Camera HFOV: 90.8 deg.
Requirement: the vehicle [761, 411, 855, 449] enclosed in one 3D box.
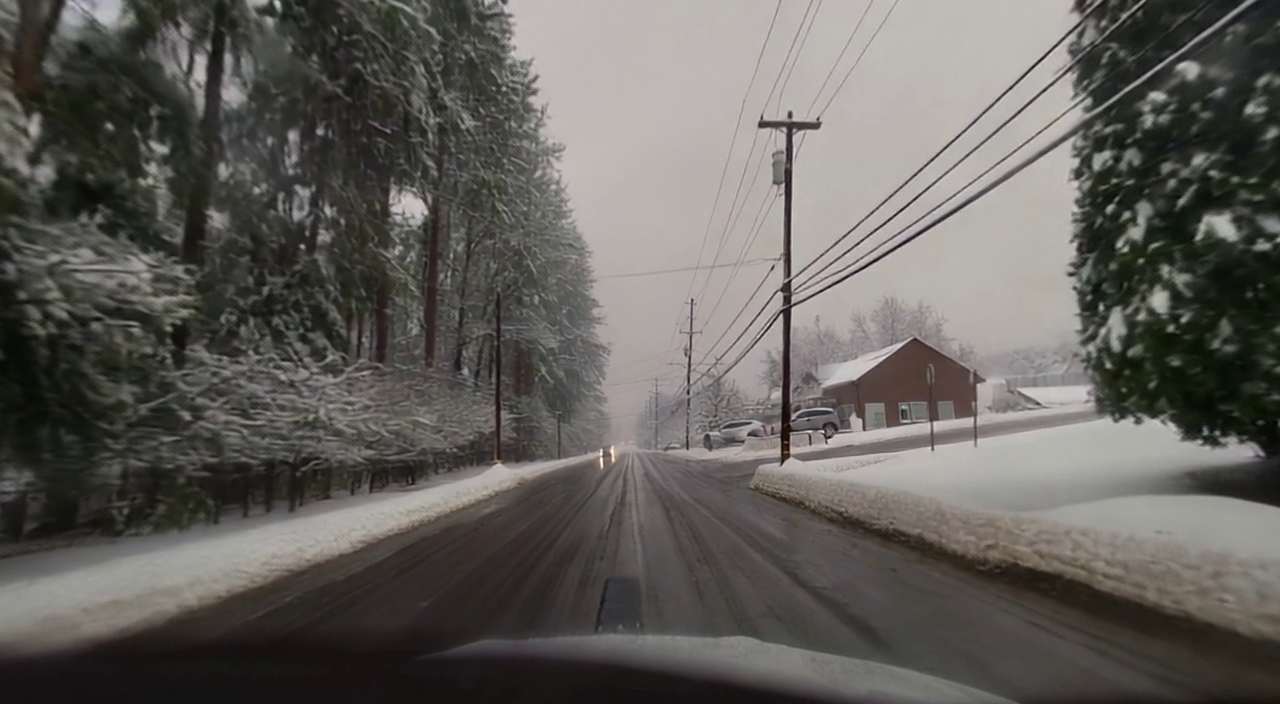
[{"bbox_3d":[9.465,4.436,35.626,4.780,1.984,1.896,3,-9,-20],"label":"vehicle"}]
